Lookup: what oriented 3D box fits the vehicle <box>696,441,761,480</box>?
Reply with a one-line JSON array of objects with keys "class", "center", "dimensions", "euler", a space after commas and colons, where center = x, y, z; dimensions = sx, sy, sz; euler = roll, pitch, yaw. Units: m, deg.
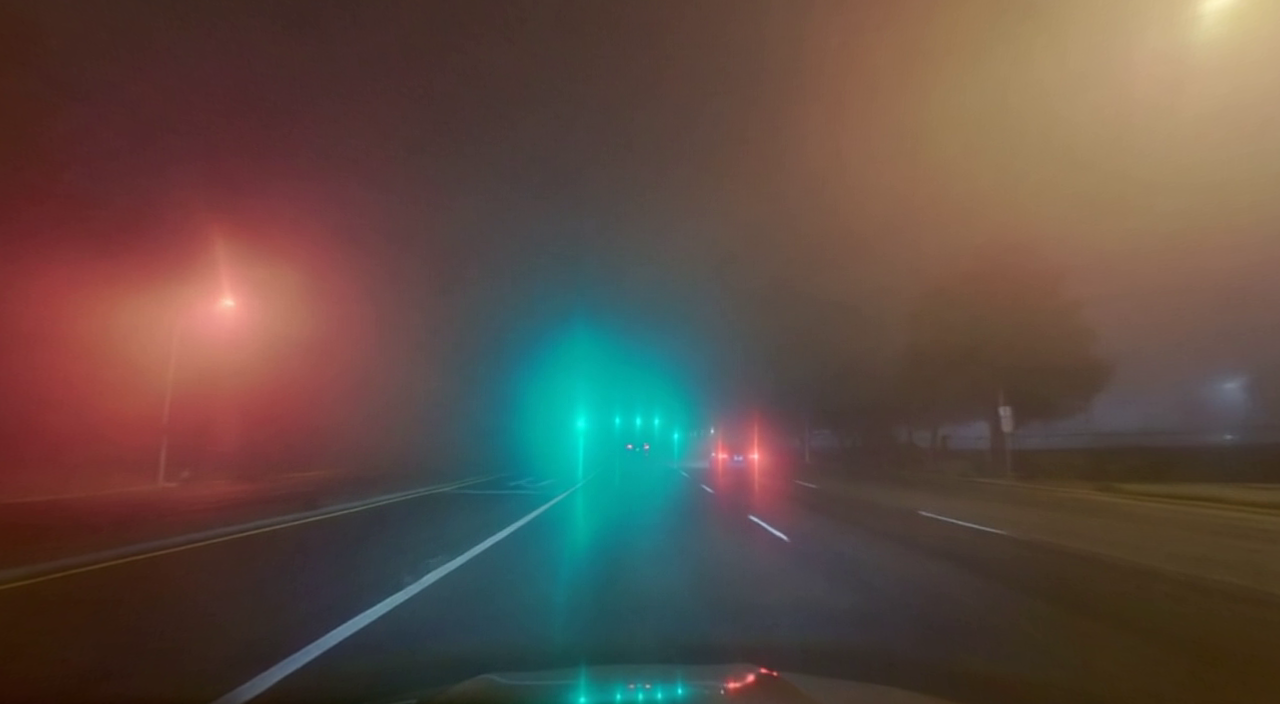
[{"class": "vehicle", "center": [3.622, 4.536, 26.715], "dimensions": [1.948, 1.479, 4.620], "euler": [0, -8, -2]}]
